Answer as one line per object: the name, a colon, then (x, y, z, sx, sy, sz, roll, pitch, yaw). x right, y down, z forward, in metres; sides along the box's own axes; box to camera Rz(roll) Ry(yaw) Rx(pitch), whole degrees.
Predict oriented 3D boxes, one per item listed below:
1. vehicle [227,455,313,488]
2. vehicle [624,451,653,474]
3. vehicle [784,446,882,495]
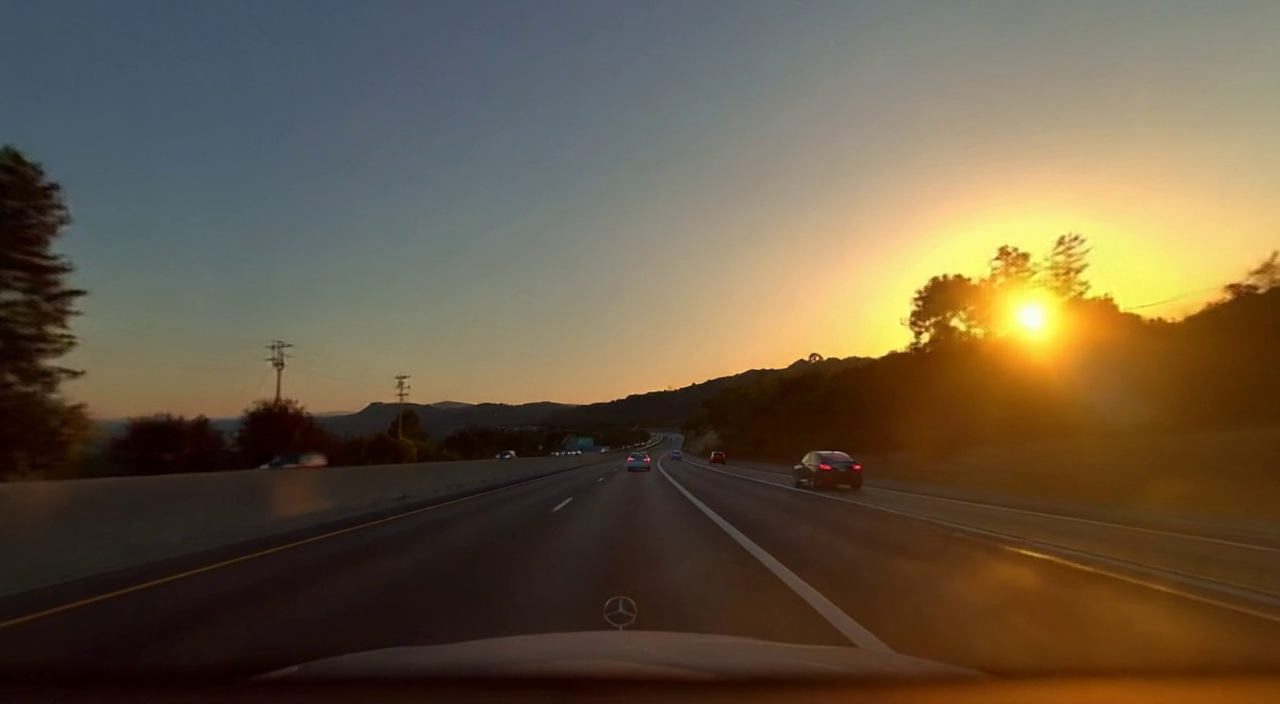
vehicle: (-18.909, 6.104, 32.243, 1.863, 1.490, 4.162, -1, -9, 1)
vehicle: (-0.087, 8.094, 46.119, 2.025, 1.526, 4.181, 0, -9, 0)
vehicle: (6.792, 4.201, 22.633, 2.008, 1.533, 4.592, 0, -9, -1)
